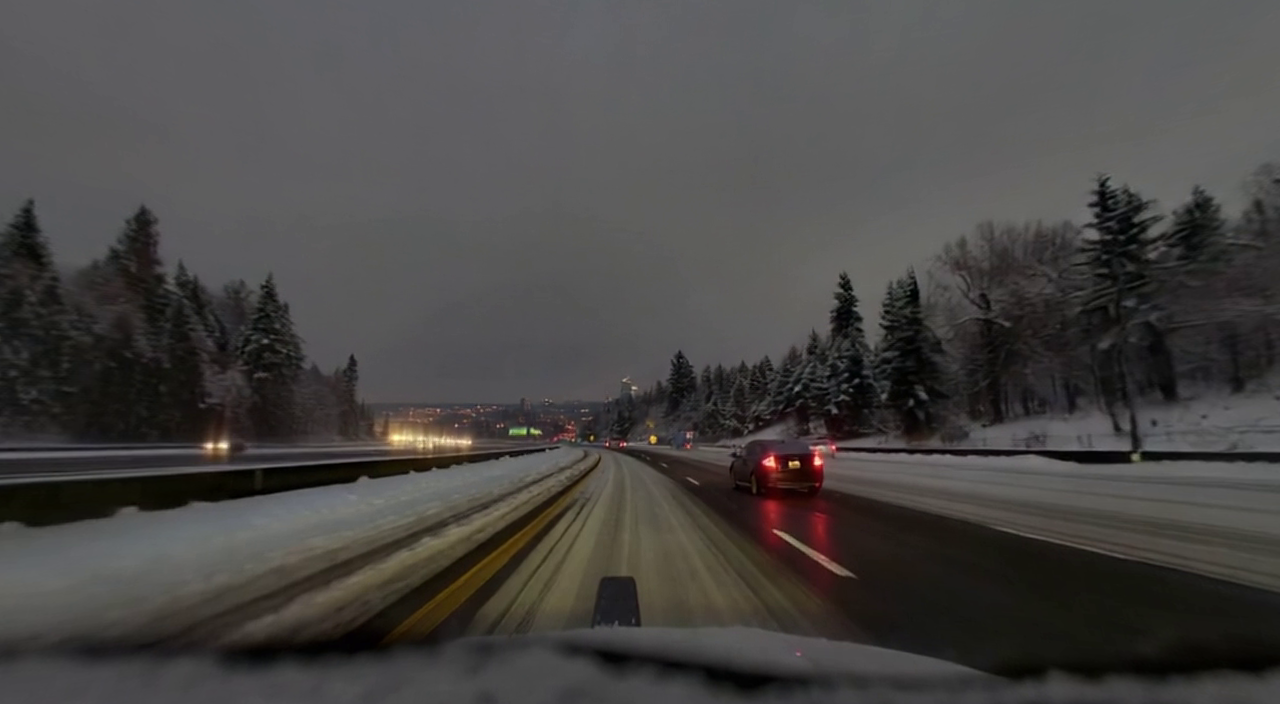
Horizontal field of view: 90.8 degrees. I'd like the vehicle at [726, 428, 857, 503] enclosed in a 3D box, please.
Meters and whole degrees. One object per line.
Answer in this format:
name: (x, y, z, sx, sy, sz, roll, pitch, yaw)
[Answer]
vehicle: (3.889, 3.017, 17.237, 2.305, 1.729, 4.526, 0, -8, -2)
